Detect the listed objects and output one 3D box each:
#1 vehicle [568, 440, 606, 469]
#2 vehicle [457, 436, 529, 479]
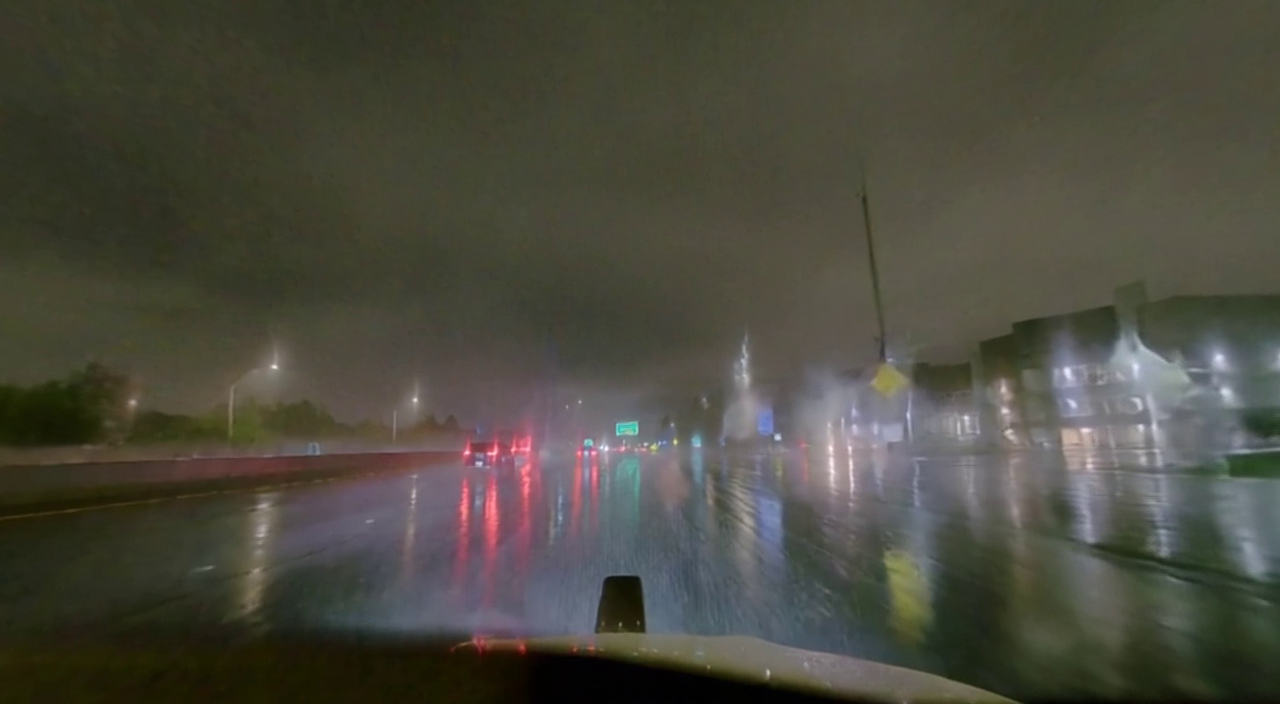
[{"bbox_3d":[-3.283,6.457,40.167,2.027,1.697,4.307,0,-8,0],"label":"vehicle"},{"bbox_3d":[-6.495,4.708,28.485,2.015,1.762,4.790,0,-8,1],"label":"vehicle"}]
